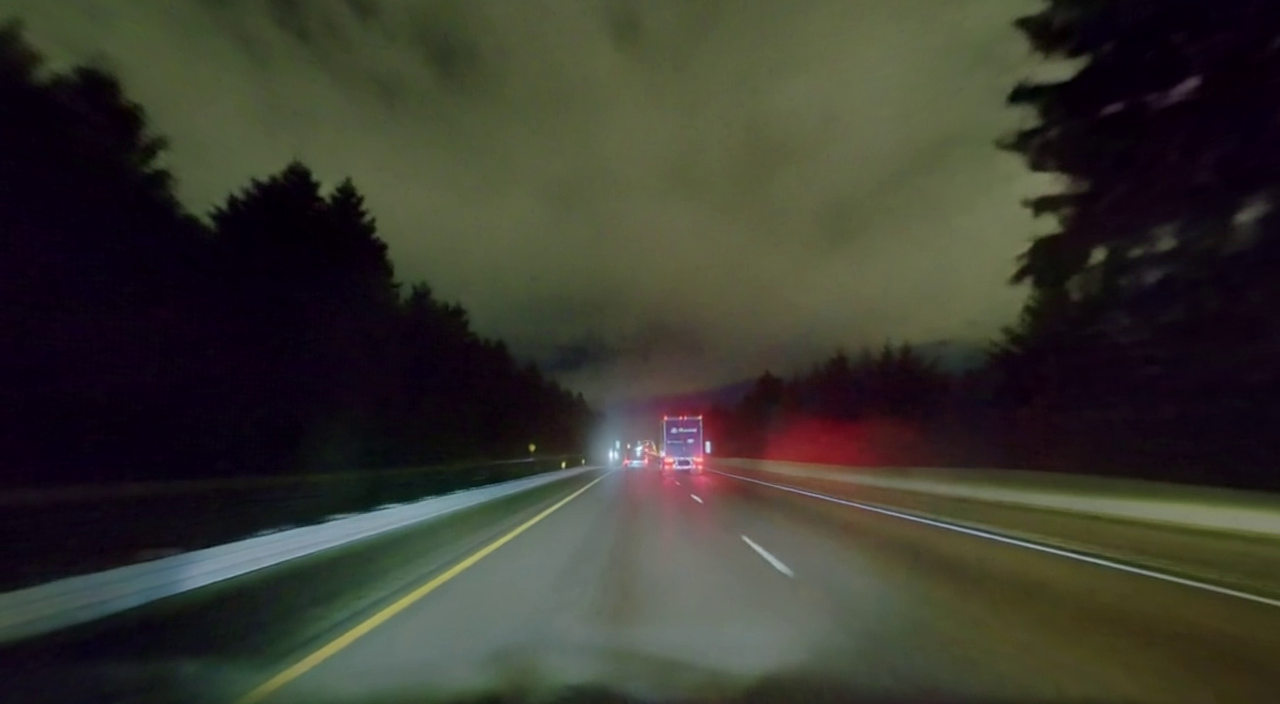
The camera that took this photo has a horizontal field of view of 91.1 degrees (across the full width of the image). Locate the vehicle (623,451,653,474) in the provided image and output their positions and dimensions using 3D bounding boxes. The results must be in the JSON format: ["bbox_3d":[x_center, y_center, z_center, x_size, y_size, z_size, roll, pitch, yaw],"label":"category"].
[{"bbox_3d":[-0.124,7.788,44.674,2.057,1.528,3.958,-1,-9,0],"label":"vehicle"}]
